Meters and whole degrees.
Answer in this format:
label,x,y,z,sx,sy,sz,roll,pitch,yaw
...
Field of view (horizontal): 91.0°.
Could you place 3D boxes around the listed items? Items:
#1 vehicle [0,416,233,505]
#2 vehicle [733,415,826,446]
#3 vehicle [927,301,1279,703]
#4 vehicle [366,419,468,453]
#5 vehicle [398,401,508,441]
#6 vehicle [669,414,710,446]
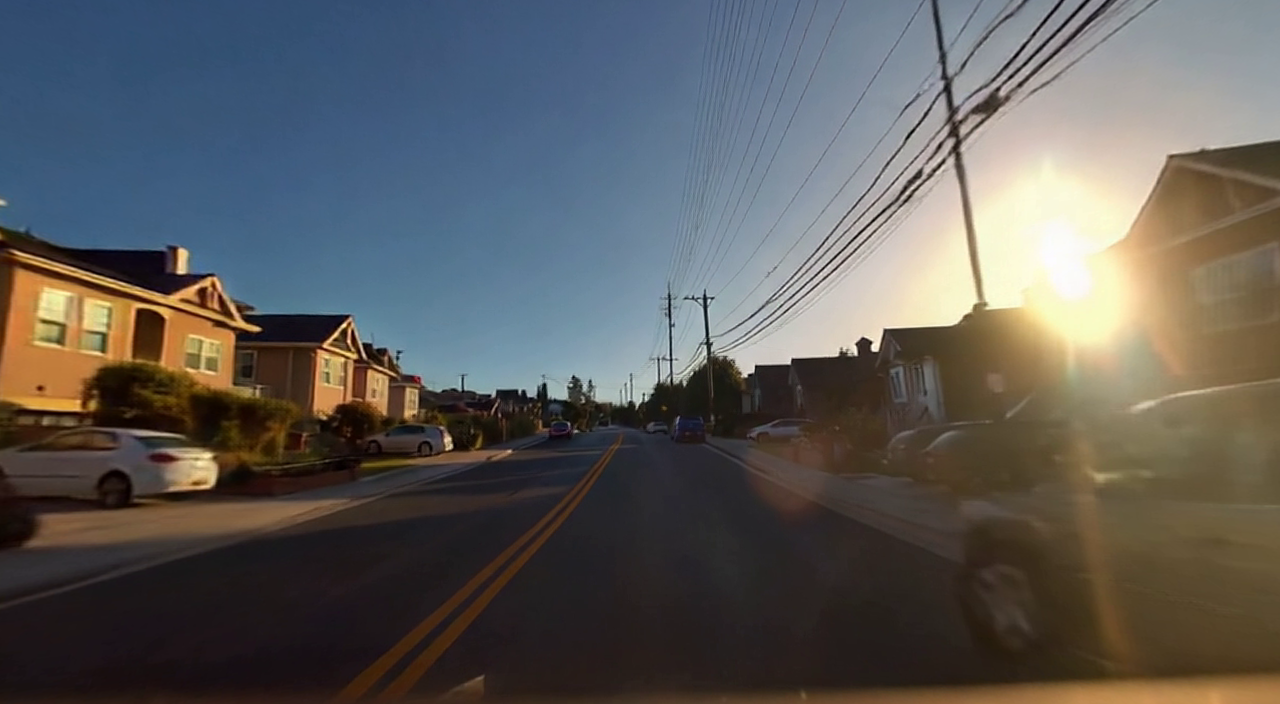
label,x,y,z,sx,sy,sz,roll,pitch,yaw
vehicle,-12.059,2.396,14.054,4.525,1.797,2.024,0,-9,3
vehicle,7.816,4.499,35.758,4.893,1.642,1.874,0,-10,4
vehicle,3.250,0.780,2.173,2.211,1.860,4.813,0,-9,0
vehicle,-11.499,4.343,32.637,4.484,1.538,1.901,1,-8,3
vehicle,-13.845,5.150,46.723,7.267,2.775,2.786,-1,-8,13
vehicle,3.199,5.109,41.510,2.277,1.917,5.495,1,-6,0
